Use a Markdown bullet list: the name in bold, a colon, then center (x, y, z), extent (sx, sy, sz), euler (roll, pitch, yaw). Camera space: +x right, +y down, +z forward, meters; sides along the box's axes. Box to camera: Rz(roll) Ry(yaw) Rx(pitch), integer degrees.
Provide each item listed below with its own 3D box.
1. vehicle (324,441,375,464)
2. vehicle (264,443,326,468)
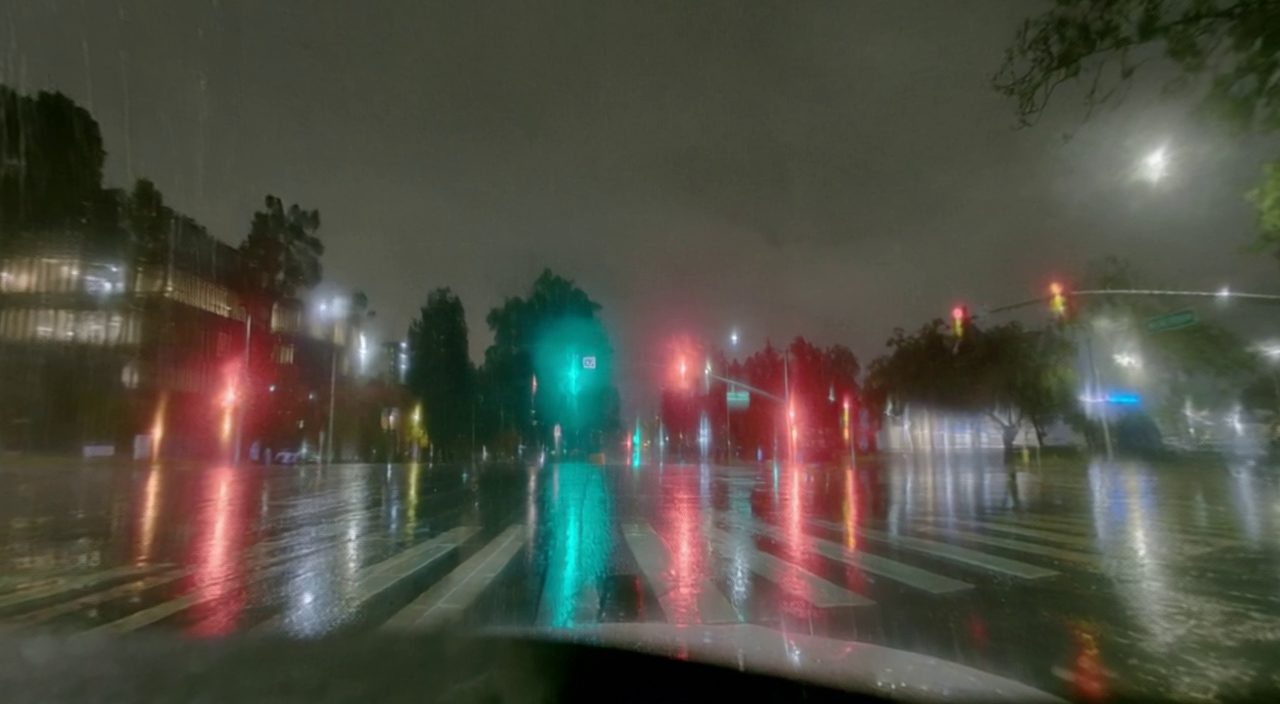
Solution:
- **vehicle**: center (-22.441, 7.775, 48.986), extent (2.023, 1.706, 4.756), euler (1, -9, -6)
- **vehicle**: center (-21.828, 6.555, 40.145), extent (2.005, 1.496, 4.020), euler (1, -9, -6)
